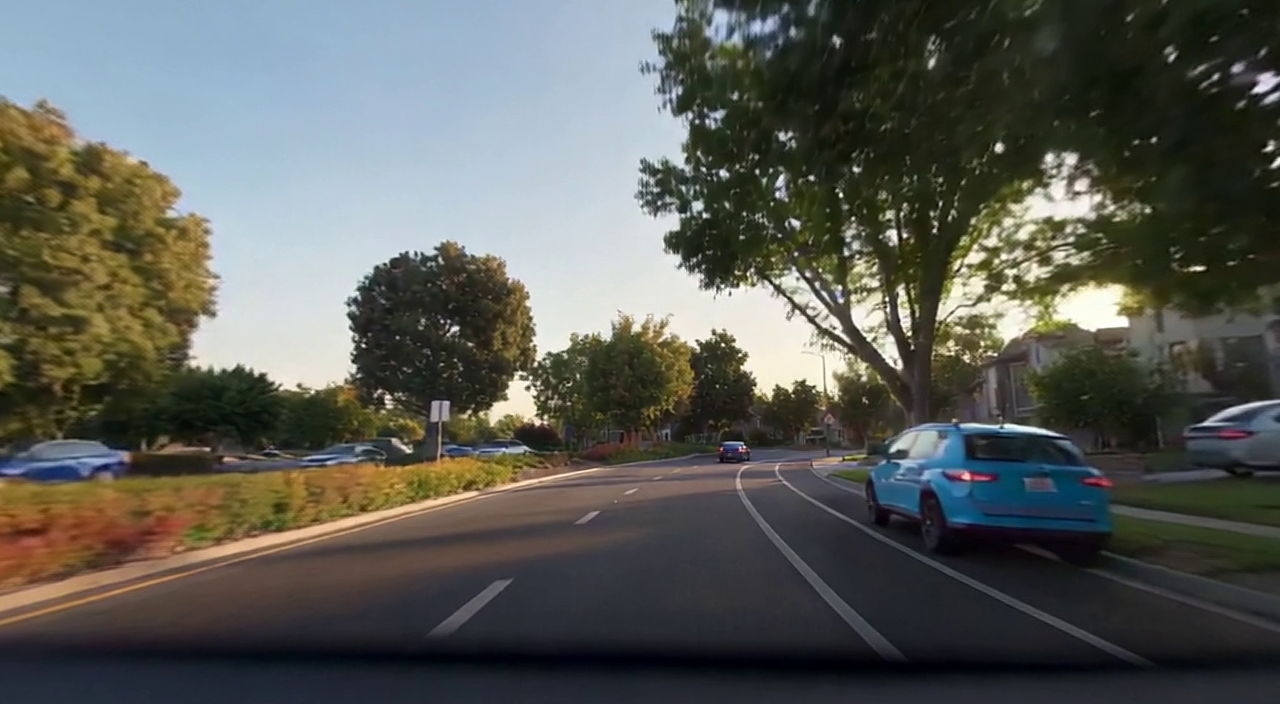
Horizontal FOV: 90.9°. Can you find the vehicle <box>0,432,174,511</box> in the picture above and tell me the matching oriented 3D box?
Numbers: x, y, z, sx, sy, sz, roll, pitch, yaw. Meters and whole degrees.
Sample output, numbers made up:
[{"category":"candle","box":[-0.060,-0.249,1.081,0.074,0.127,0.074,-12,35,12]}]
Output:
[{"category":"vehicle","box":[-15.973,3.170,17.244,2.281,1.822,5.025,-1,-8,6]}]

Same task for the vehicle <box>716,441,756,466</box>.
[{"category":"vehicle","box":[6.216,6.478,40.447,2.050,1.456,4.003,-2,-9,14]}]

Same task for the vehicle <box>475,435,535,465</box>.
[{"category":"vehicle","box":[-8.474,6.209,40.002,2.071,1.728,4.514,-2,-9,12]}]

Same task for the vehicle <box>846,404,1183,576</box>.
[{"category":"vehicle","box":[4.474,1.700,8.528,2.169,1.713,4.137,-1,-8,4]}]

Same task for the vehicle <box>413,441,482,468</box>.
[{"category":"vehicle","box":[-12.225,6.566,40.352,2.006,1.575,4.496,-4,-10,17]}]

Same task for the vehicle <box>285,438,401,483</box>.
[{"category":"vehicle","box":[-11.221,4.109,24.262,1.907,1.539,4.430,-1,-8,7]}]

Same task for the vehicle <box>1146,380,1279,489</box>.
[{"category":"vehicle","box":[12.106,1.437,11.055,4.612,1.721,2.052,0,-8,0]}]
